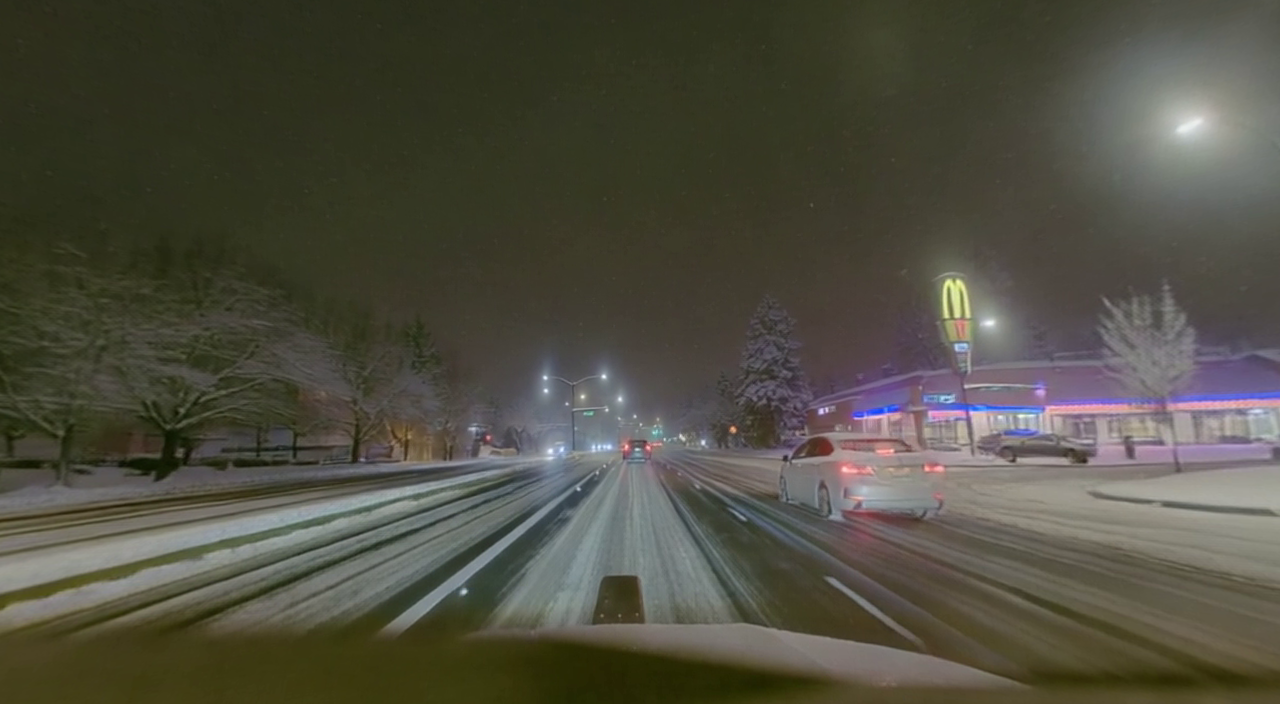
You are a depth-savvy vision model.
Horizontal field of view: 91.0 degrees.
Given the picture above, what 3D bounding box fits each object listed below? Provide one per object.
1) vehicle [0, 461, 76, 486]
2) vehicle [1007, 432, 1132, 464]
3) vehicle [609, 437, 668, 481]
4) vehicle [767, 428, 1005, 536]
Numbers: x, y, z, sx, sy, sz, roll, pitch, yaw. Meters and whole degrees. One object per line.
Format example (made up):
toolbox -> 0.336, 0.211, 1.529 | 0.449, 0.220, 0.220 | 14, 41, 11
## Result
vehicle -> -41.684, 8.274, 42.999 | 1.833, 1.478, 4.769 | 0, -9, -1
vehicle -> 21.700, 4.881, 31.967 | 4.763, 1.544, 2.047 | 0, -9, 1
vehicle -> -0.085, 3.888, 23.113 | 1.998, 1.452, 3.773 | 0, -9, -1
vehicle -> 3.856, 2.142, 11.025 | 2.153, 1.456, 4.705 | 0, -9, -2
